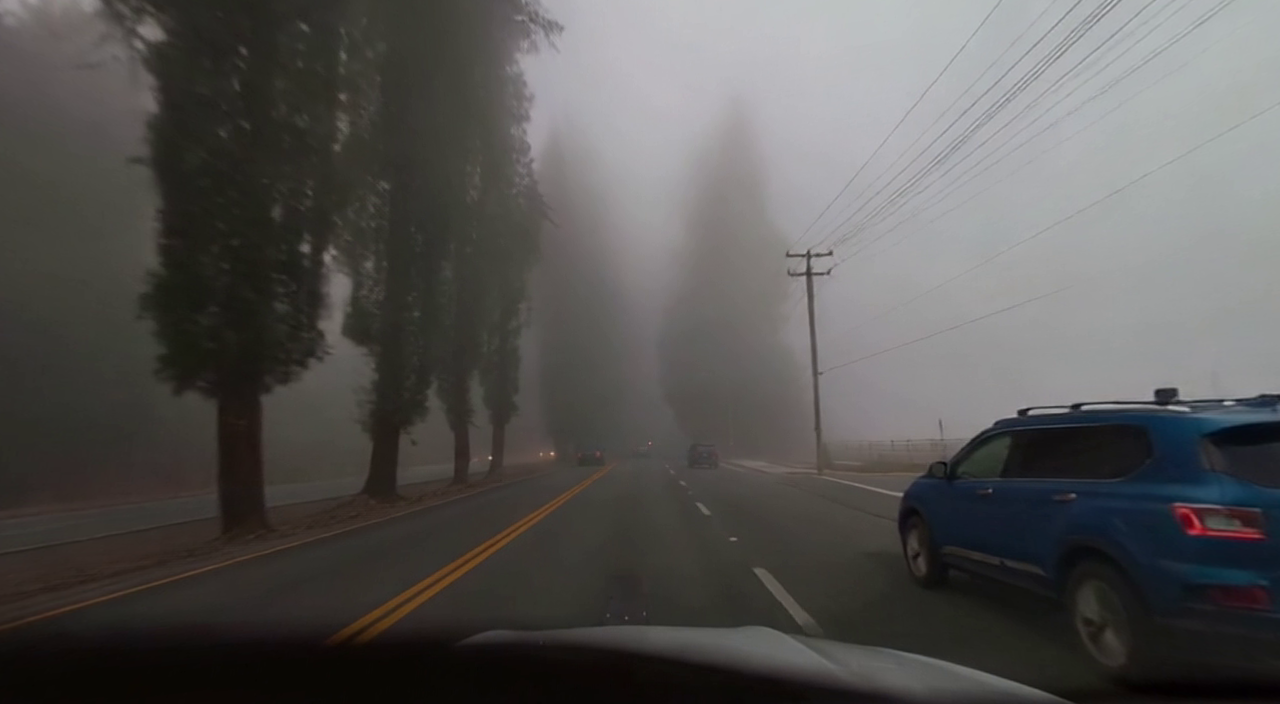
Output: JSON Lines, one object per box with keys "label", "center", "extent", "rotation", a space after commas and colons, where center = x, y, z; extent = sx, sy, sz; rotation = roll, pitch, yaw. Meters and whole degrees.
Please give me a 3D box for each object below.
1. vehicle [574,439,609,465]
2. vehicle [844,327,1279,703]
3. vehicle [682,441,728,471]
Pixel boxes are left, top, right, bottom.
{"label": "vehicle", "center": [-3.393, 7.027, 44.606], "extent": [2.066, 1.725, 4.241], "rotation": [0, -8, 1]}
{"label": "vehicle", "center": [3.294, 1.088, 4.470], "extent": [2.182, 1.744, 4.464], "rotation": [0, -8, 0]}
{"label": "vehicle", "center": [3.355, 5.460, 33.407], "extent": [1.906, 1.468, 4.422], "rotation": [0, -8, -1]}
